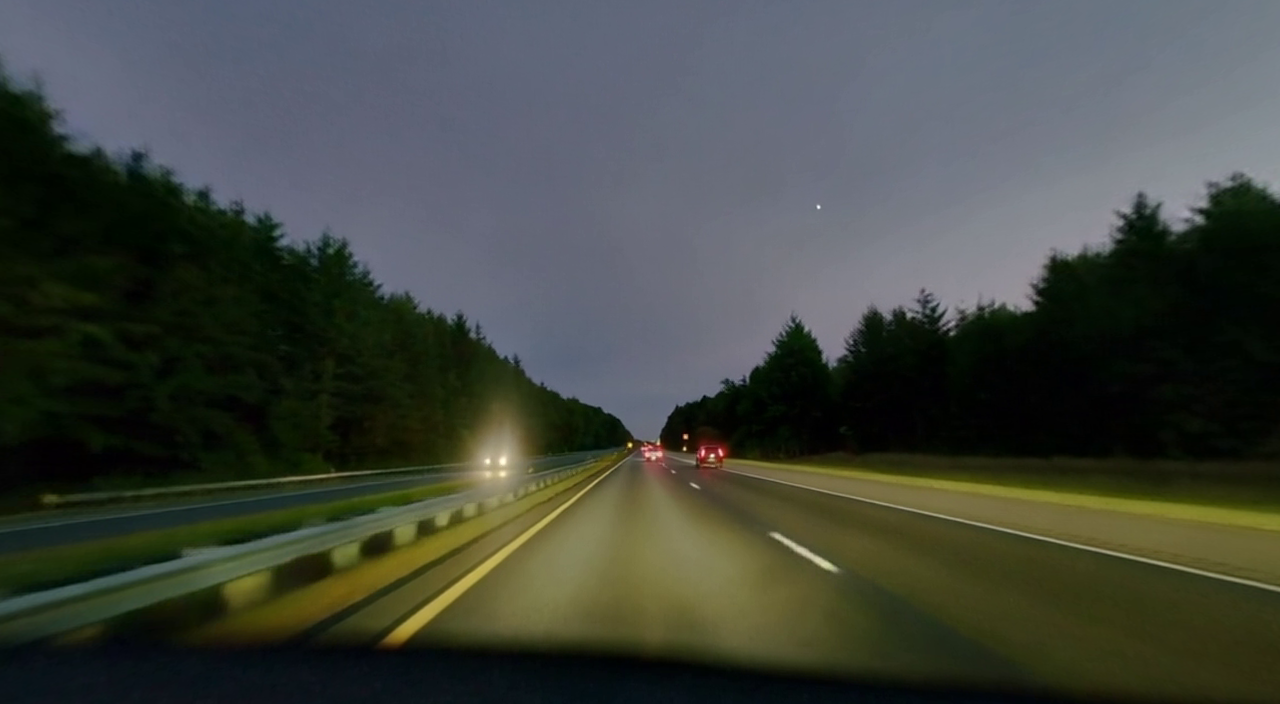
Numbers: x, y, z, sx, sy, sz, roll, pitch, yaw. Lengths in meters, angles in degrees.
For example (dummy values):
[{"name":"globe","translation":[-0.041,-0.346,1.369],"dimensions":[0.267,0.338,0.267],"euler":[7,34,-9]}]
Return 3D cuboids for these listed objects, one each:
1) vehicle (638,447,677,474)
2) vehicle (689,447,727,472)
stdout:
[{"name":"vehicle","translation":[0.962,6.406,37.274],"dimensions":[2.162,1.492,3.975],"euler":[0,-9,-1]},{"name":"vehicle","translation":[4.280,6.853,40.236],"dimensions":[1.846,1.485,3.679],"euler":[0,-9,-3]}]
